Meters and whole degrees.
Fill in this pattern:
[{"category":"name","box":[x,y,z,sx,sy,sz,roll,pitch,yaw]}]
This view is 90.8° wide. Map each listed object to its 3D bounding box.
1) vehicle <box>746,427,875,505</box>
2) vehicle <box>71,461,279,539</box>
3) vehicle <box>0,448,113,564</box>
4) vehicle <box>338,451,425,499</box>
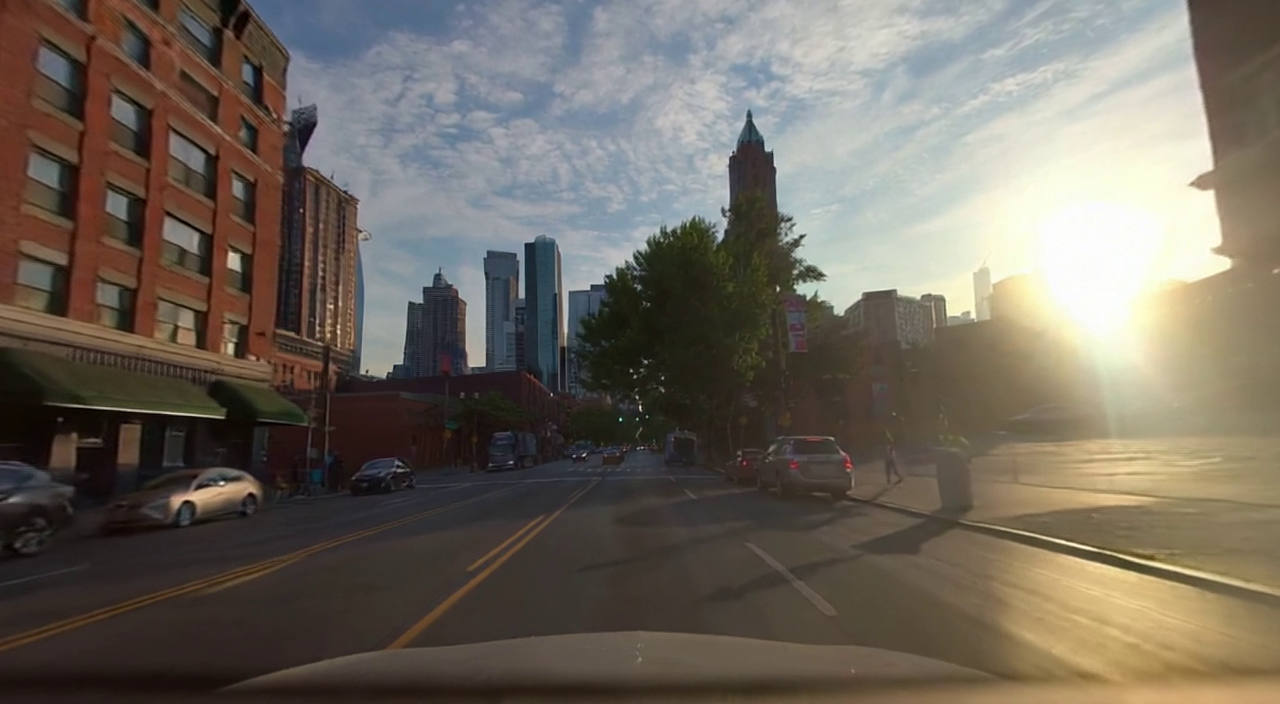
[{"category":"vehicle","box":[4.712,3.253,18.512,2.237,1.908,5.320,0,-9,0]},{"category":"vehicle","box":[-11.316,3.585,15.873,2.007,1.511,4.280,-4,-10,0]},{"category":"vehicle","box":[-11.232,2.458,9.559,1.970,1.828,5.519,-4,-8,-2]},{"category":"vehicle","box":[-11.192,5.326,27.728,2.039,1.770,4.445,-3,-9,-1]}]
